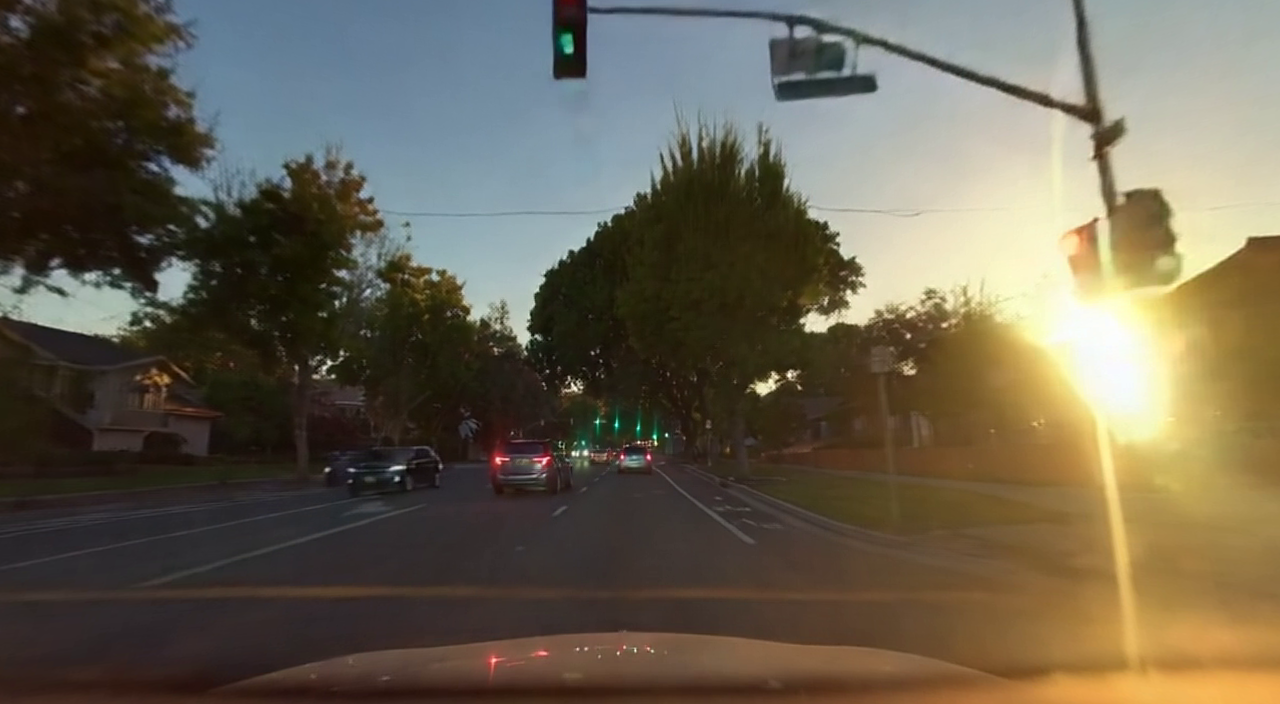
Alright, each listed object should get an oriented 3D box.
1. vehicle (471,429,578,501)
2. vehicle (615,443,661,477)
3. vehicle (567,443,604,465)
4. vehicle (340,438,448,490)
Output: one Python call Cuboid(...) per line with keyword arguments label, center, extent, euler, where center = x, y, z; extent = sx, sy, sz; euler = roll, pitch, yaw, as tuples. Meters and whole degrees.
Cuboid(label="vehicle", center=(-3.114, 3.158, 18.065), extent=(2.157, 1.771, 4.452), euler=(0, -8, 1))
Cuboid(label="vehicle", center=(-0.101, 5.205, 30.750), extent=(2.062, 1.518, 3.901), euler=(0, -8, 0))
Cuboid(label="vehicle", center=(-3.893, 7.356, 45.671), extent=(2.268, 1.522, 4.350), euler=(0, -8, 0))
Cuboid(label="vehicle", center=(-9.014, 4.126, 23.653), extent=(2.149, 1.662, 4.600), euler=(-2, -8, 1))
